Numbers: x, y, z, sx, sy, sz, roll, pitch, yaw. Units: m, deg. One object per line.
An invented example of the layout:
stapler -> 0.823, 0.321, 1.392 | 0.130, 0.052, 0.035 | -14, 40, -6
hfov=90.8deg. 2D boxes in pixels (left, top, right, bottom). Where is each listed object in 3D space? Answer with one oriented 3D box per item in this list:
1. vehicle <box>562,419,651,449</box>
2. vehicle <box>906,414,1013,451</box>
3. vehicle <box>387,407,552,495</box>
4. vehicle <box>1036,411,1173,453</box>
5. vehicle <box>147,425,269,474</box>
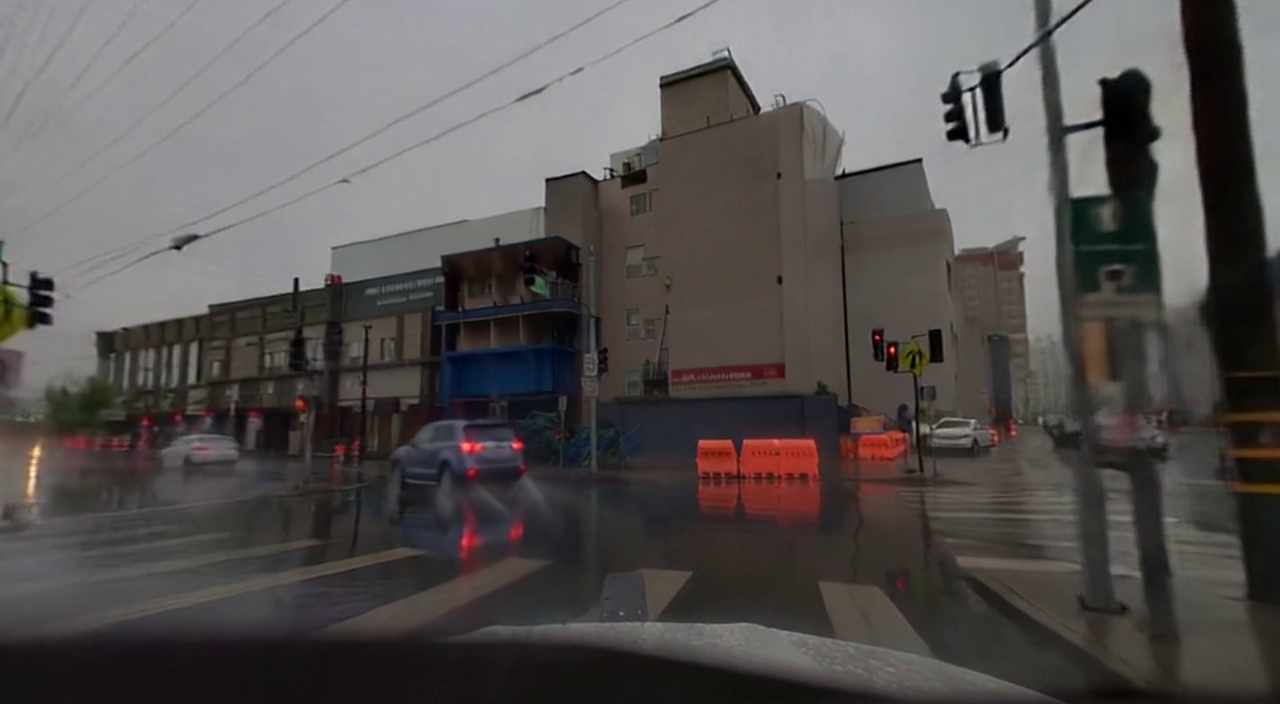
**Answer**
vehicle -> -2.088, 5.070, 39.004 | 5.080, 1.766, 2.272 | -5, -8, 31
vehicle -> 15.373, 3.929, 30.580 | 4.382, 1.688, 1.937 | -4, -9, 26
vehicle -> -4.533, 2.499, 16.208 | 2.256, 1.859, 5.118 | 6, -10, -37
vehicle -> 20.334, 3.569, 27.941 | 4.550, 1.704, 1.922 | -5, -9, 28
vehicle -> -18.656, 4.187, 27.205 | 5.548, 1.911, 2.206 | -5, -10, 32
